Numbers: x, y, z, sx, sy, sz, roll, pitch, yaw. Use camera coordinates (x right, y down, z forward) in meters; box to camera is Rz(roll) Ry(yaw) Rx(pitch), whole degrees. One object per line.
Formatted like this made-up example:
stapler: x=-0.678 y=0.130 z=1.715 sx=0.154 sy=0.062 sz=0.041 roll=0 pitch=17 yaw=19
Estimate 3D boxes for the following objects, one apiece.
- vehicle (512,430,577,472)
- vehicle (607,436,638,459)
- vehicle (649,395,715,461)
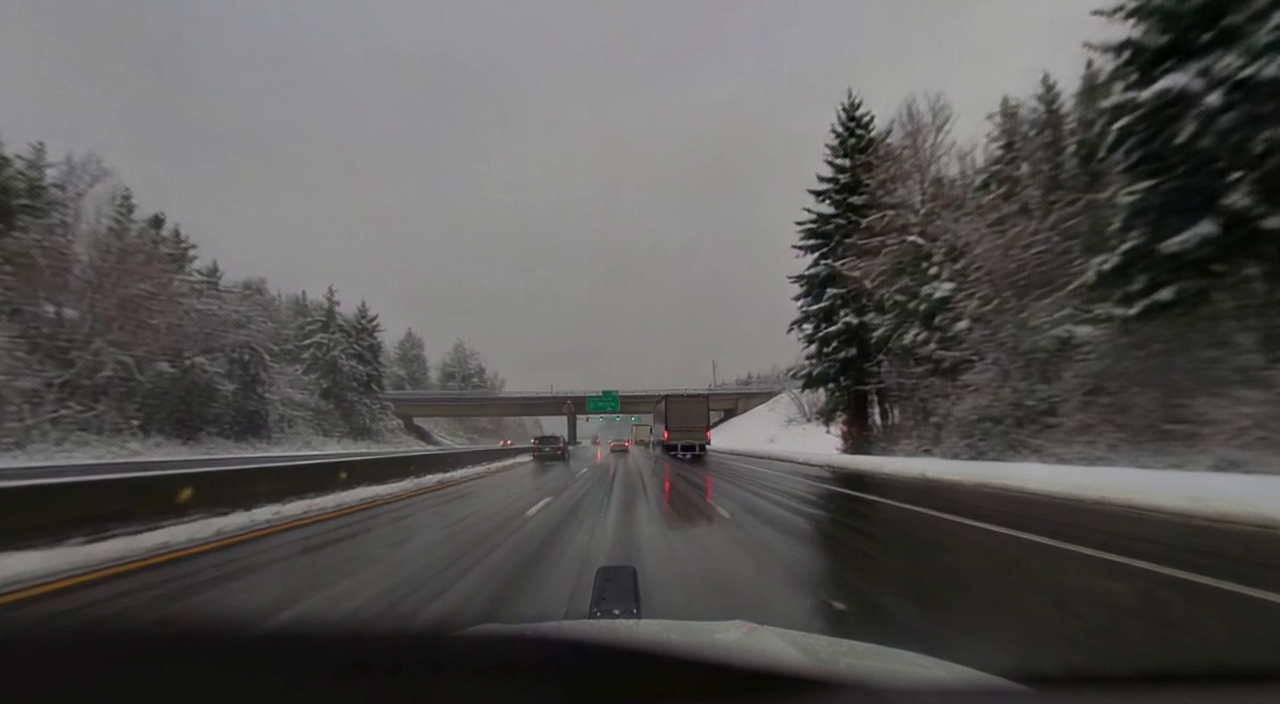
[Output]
vehicle: x=-4.329 y=4.558 z=29.255 sx=2.377 sy=1.747 sz=4.703 roll=0 pitch=-8 yaw=-1
vehicle: x=-1.243 y=6.656 z=43.982 sx=2.125 sy=1.542 sz=3.816 roll=0 pitch=-8 yaw=-2
vehicle: x=2.696 y=5.681 z=46.048 sx=3.301 sy=4.034 sz=13.722 roll=0 pitch=-8 yaw=-3
